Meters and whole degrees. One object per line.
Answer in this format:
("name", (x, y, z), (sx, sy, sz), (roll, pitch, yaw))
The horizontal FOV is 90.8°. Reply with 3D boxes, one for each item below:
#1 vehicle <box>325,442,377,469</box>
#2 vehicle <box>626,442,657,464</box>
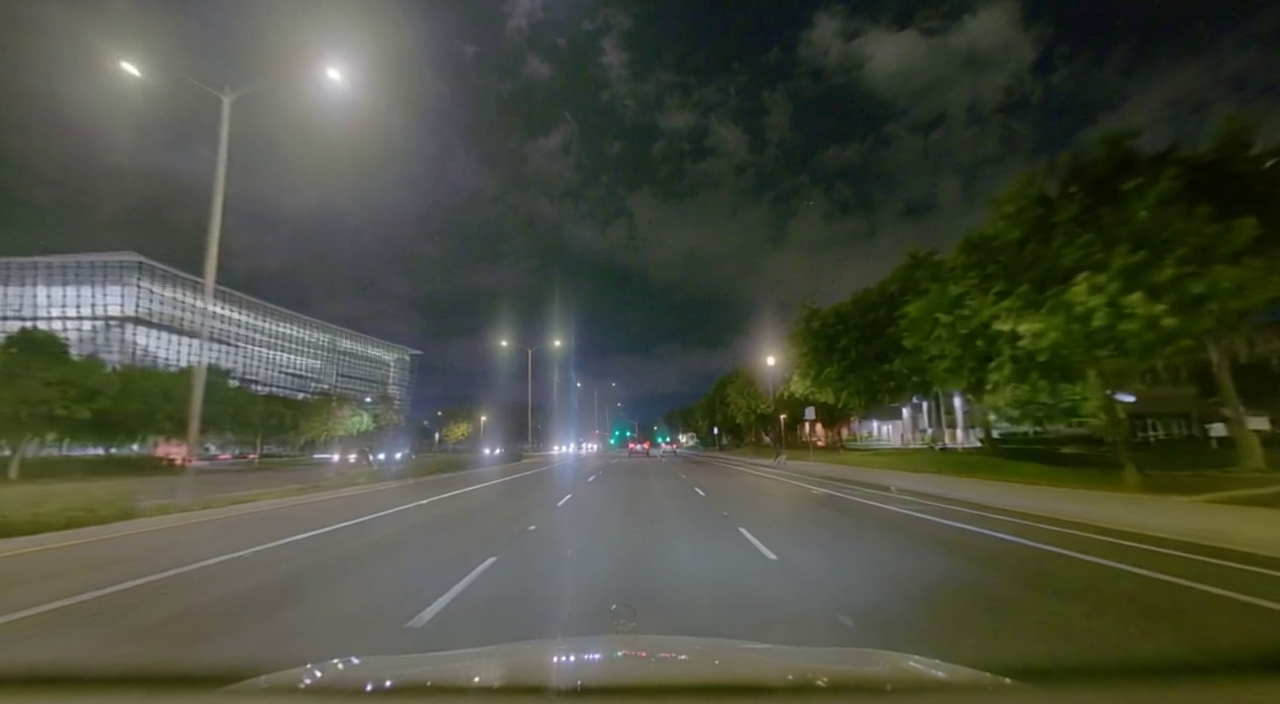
("vehicle", (-21.713, 7.772, 47.703), (2.308, 1.840, 5.236), (1, -8, -10))
("vehicle", (0.071, 6.884, 43.305), (2.080, 1.445, 4.096), (0, -8, -1))
